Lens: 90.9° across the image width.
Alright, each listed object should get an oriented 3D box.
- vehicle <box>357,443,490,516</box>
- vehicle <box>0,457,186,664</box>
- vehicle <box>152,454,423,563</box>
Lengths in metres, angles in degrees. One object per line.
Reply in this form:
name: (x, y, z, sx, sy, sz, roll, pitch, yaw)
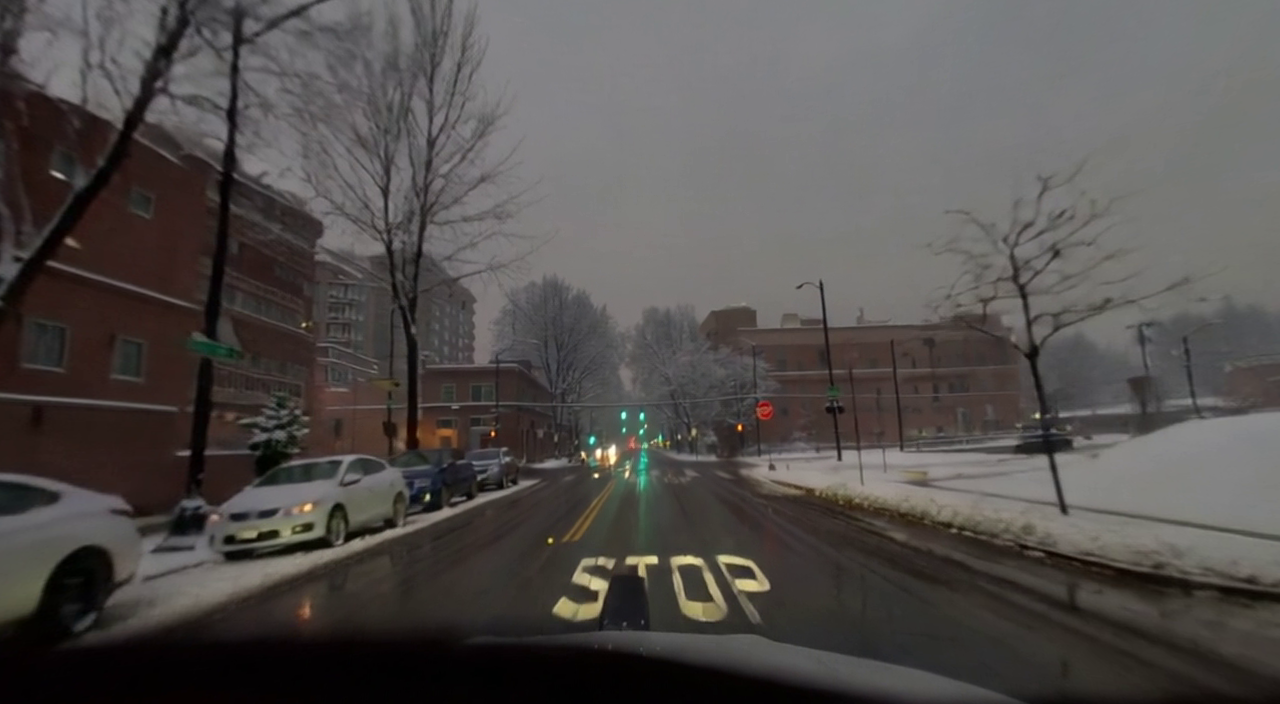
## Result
vehicle: (-5.492, 3.243, 16.686, 1.901, 1.631, 4.570, 0, -8, 0)
vehicle: (-5.619, 1.508, 4.299, 1.834, 1.463, 4.337, 0, -8, -1)
vehicle: (-5.683, 2.544, 11.062, 2.131, 1.407, 4.547, 0, -8, 0)
